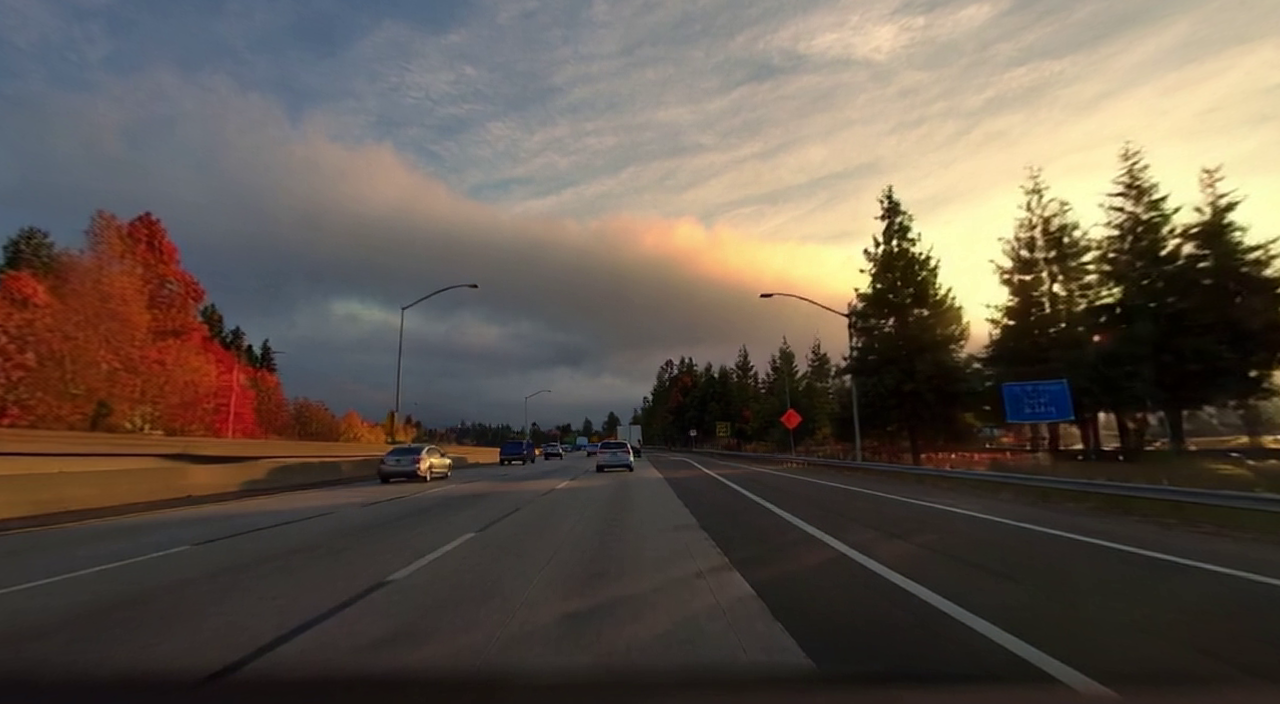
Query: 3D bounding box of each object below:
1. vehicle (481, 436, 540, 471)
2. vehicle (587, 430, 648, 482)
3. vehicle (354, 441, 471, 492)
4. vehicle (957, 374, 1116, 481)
[{"bbox_3d":[-7.671,6.078,37.986,2.328,1.927,5.880,0,-9,0],"label":"vehicle"},{"bbox_3d":[-0.817,4.197,25.631,2.245,1.863,4.801,0,-9,0],"label":"vehicle"},{"bbox_3d":[-7.316,3.712,20.840,2.074,1.495,4.643,0,-9,1],"label":"vehicle"},{"bbox_3d":[14.333,2.824,23.203,2.879,3.559,4.020,0,-9,-3],"label":"vehicle"}]
